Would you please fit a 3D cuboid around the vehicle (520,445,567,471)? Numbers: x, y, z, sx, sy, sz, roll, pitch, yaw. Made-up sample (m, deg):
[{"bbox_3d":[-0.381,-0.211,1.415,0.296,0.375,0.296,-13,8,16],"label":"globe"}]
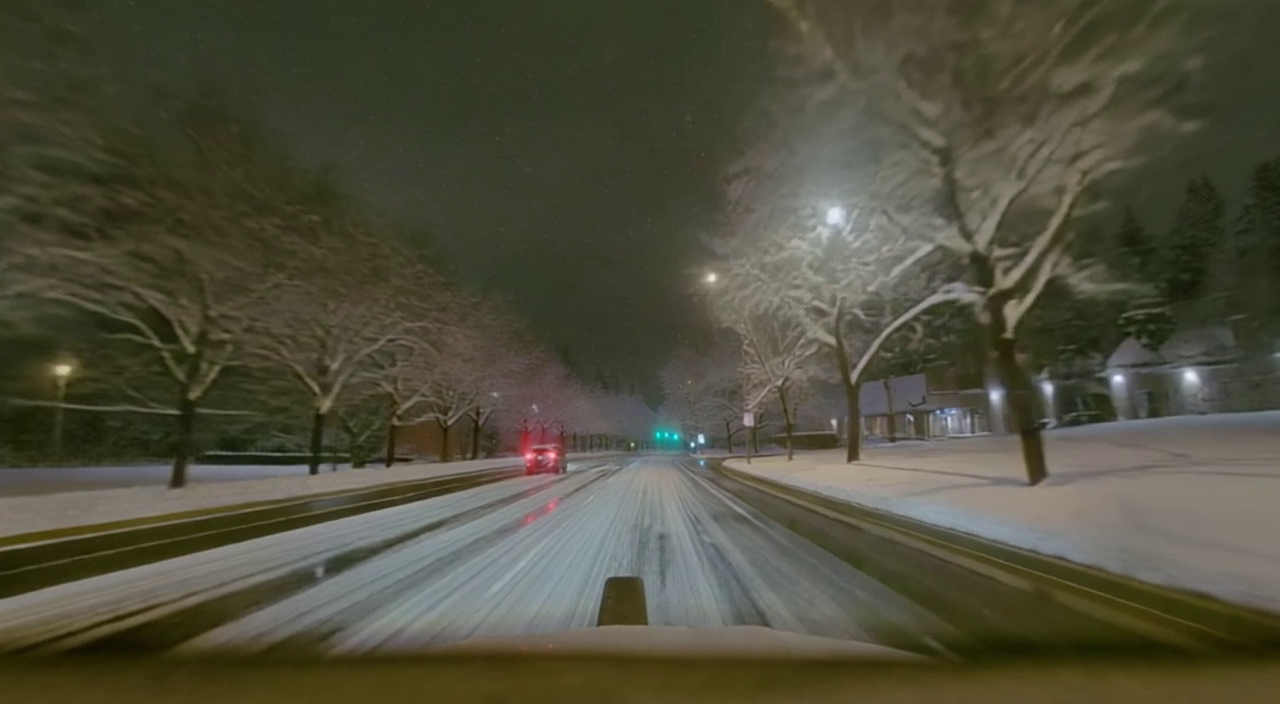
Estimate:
[{"bbox_3d":[-5.770,6.364,38.260,1.945,1.461,4.605,-1,-8,2],"label":"vehicle"}]
